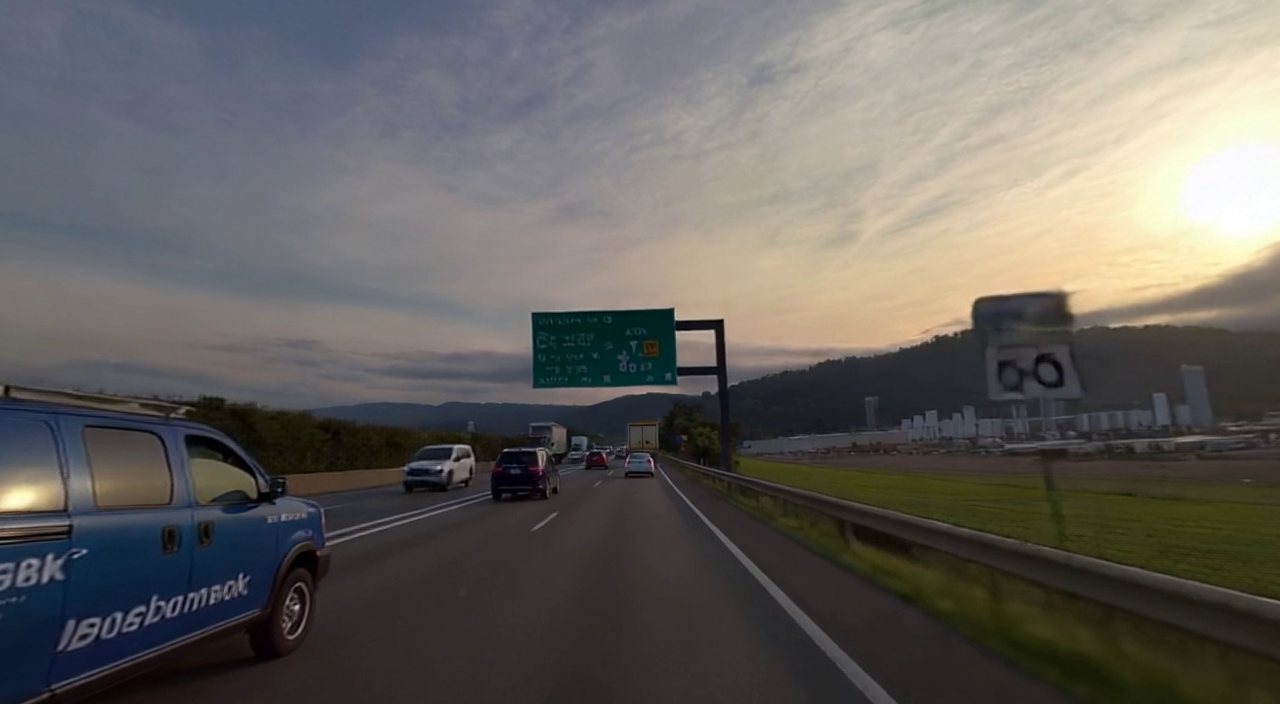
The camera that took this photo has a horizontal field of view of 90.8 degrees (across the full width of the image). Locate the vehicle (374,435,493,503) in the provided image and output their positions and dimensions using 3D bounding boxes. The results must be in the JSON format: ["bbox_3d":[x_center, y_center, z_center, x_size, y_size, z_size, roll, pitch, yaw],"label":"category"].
[{"bbox_3d":[-6.584,3.779,20.888,2.100,1.928,5.251,0,-9,0],"label":"vehicle"}]

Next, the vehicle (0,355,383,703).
[{"bbox_3d":[-3.265,1.010,3.078,2.117,1.688,4.582,0,-9,-1],"label":"vehicle"}]

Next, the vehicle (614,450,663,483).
[{"bbox_3d":[-0.100,5.226,29.041,2.095,1.393,3.908,0,-9,-1],"label":"vehicle"}]

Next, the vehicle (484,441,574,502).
[{"bbox_3d":[-3.190,3.529,19.038,1.937,1.600,4.141,0,-9,0],"label":"vehicle"}]
